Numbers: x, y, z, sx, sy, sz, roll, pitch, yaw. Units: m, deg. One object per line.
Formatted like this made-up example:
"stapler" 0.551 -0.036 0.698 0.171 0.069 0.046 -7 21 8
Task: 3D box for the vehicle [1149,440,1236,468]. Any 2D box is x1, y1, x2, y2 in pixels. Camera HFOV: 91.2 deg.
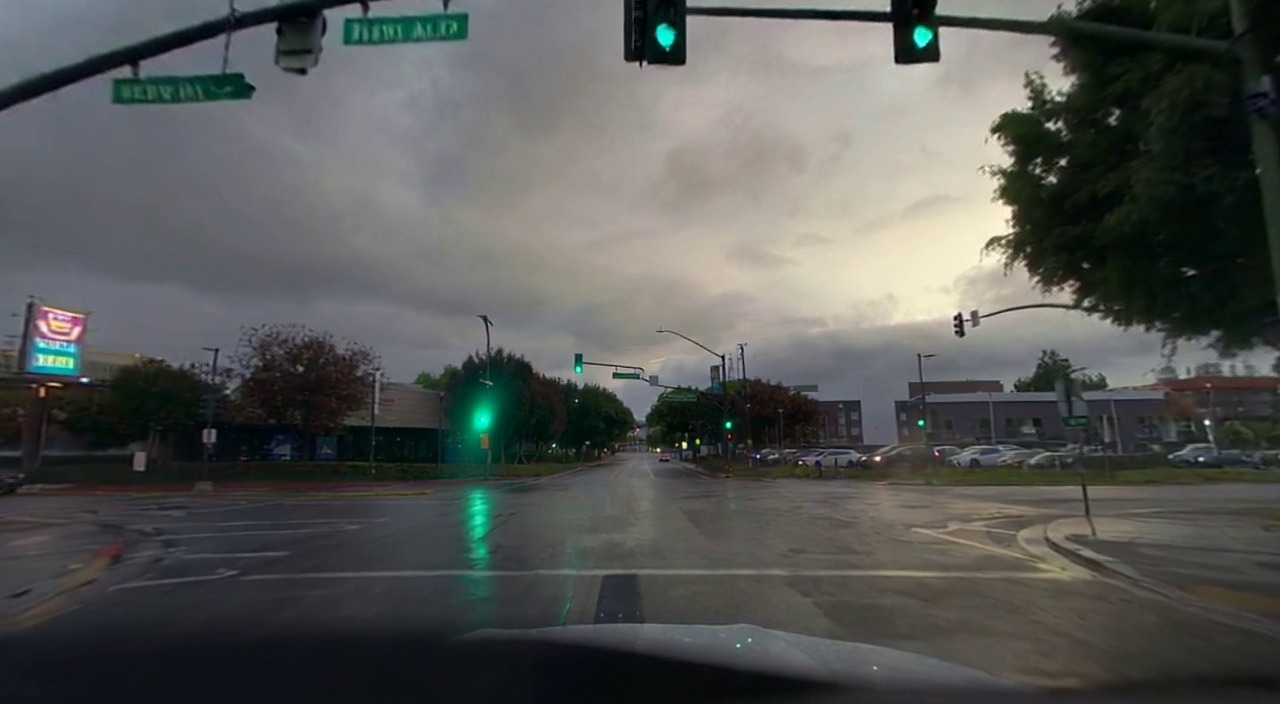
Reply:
"vehicle" 29.022 5.363 33.026 1.591 1.332 3.202 -2 -9 1

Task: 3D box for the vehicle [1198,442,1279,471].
"vehicle" 31.444 5.421 32.669 1.612 1.402 3.320 -1 -9 0

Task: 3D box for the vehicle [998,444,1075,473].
"vehicle" 20.975 5.614 33.315 1.851 1.388 3.475 0 -8 1

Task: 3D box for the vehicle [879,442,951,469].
"vehicle" 16.966 6.346 38.595 4.522 1.546 1.941 6 -11 -35

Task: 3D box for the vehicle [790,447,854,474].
"vehicle" 11.160 6.597 38.184 1.955 1.508 4.295 -8 -12 42

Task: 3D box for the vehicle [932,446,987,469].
"vehicle" 21.880 7.211 43.074 1.923 1.463 3.758 -1 -8 3
